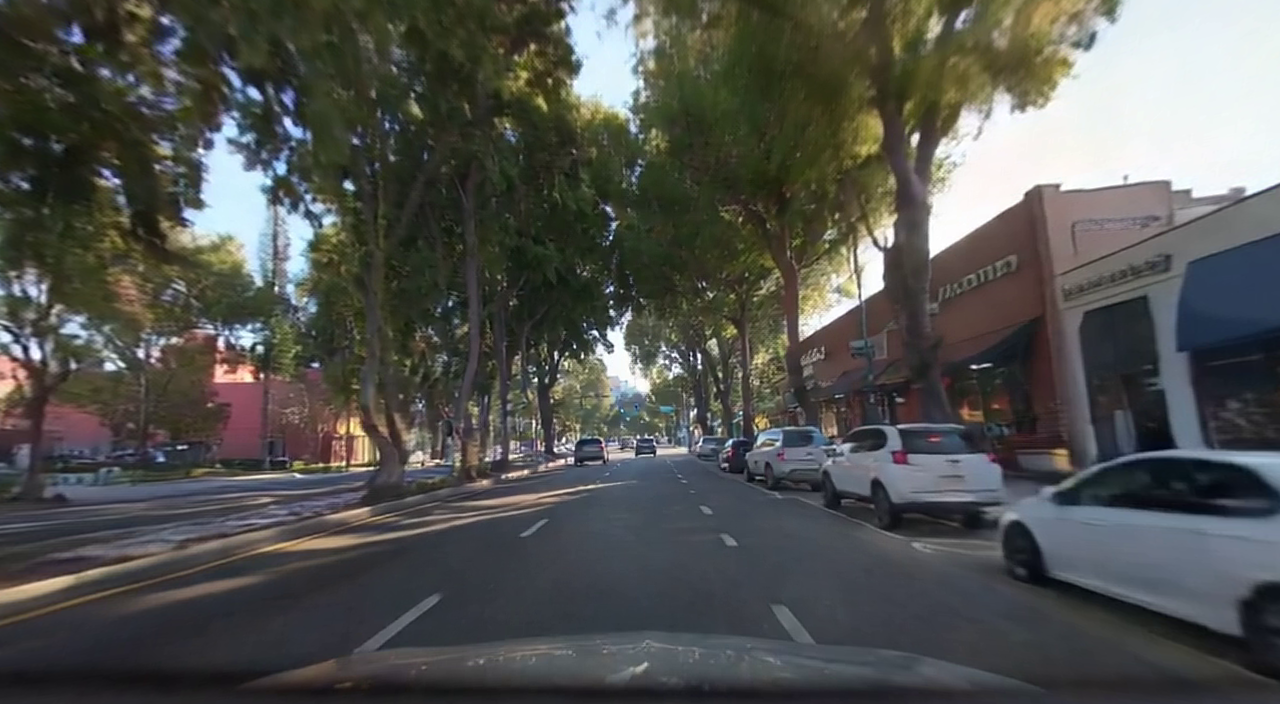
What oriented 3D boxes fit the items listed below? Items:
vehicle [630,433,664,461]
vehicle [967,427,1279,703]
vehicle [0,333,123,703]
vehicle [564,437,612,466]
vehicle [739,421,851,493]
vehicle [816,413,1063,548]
[{"bbox_3d":[0.451,6.206,41.273,2.075,1.770,4.018,0,-8,0],"label":"vehicle"},{"bbox_3d":[4.303,1.268,4.273,1.896,1.451,4.329,0,-8,1],"label":"vehicle"},{"bbox_3d":[-3.489,0.513,0.413,2.186,1.708,4.746,0,-8,1],"label":"vehicle"},{"bbox_3d":[-2.819,5.523,35.086,2.151,1.484,4.468,0,-8,2],"label":"vehicle"},{"bbox_3d":[4.318,3.033,18.467,2.068,1.809,4.889,0,-8,0],"label":"vehicle"},{"bbox_3d":[4.443,1.965,10.300,1.900,1.702,4.358,0,-8,0],"label":"vehicle"}]
